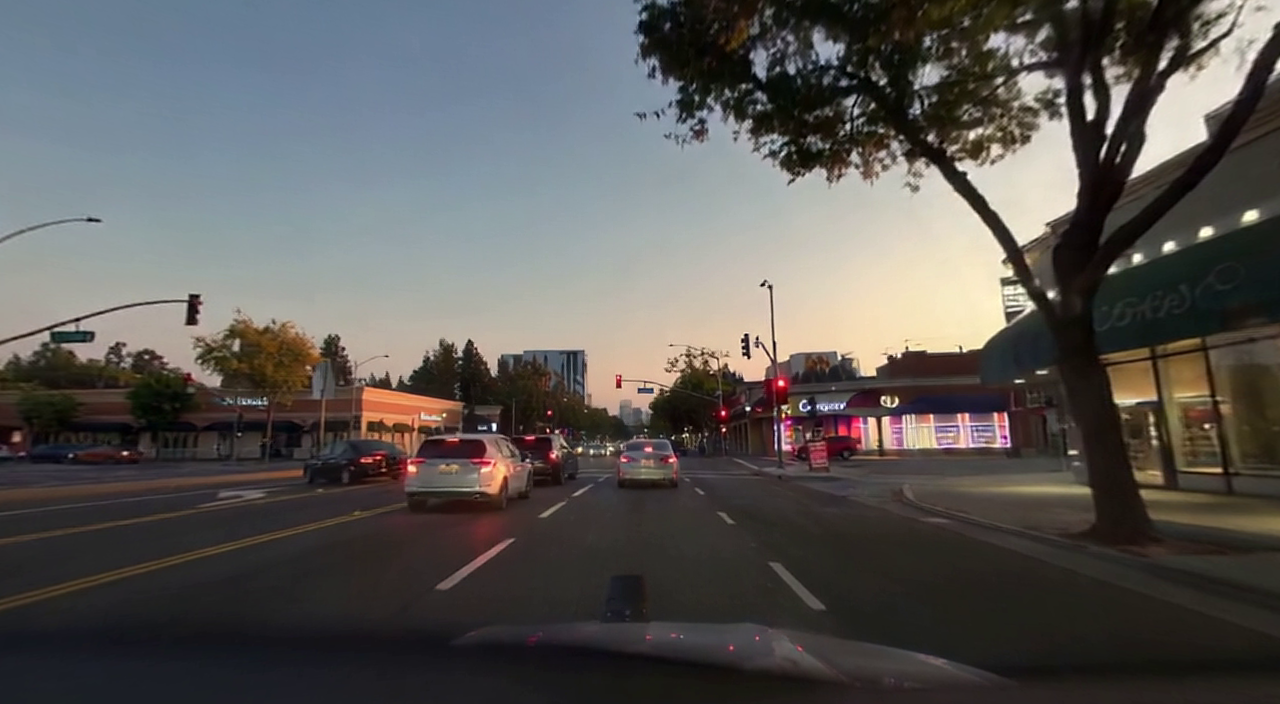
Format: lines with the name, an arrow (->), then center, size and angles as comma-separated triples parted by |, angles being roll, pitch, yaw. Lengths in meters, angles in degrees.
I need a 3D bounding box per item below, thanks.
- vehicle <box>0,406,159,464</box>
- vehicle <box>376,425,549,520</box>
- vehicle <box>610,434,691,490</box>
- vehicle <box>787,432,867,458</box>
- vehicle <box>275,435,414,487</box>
vehicle -> -46.088, 6.472, 48.673 | 14.685, 4.167, 2.923 | -1, -8, -5
vehicle -> -3.222, 2.288, 12.494 | 2.029, 1.517, 4.375 | 0, -9, 2
vehicle -> 0.380, 3.345, 19.573 | 2.258, 1.507, 3.896 | -1, -8, 3
vehicle -> 13.250, 6.638, 44.836 | 5.032, 1.762, 1.982 | 0, -9, 0
vehicle -> -9.413, 3.509, 20.621 | 2.096, 1.474, 4.585 | 0, -9, 4
